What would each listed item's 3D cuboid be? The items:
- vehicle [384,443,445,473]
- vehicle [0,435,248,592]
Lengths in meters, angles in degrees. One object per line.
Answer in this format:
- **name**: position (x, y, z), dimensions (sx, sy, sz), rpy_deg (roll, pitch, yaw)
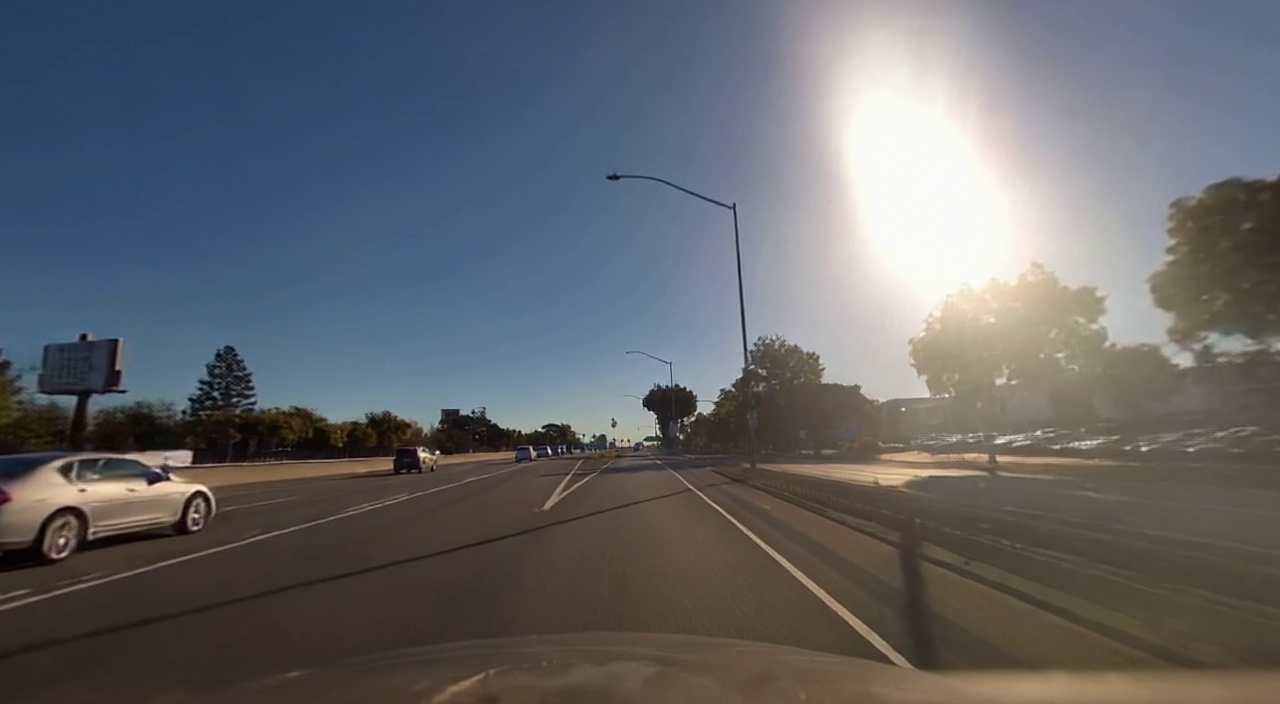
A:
- **vehicle**: position (-13.596, 6.389, 38.435), dimensions (2.126, 1.671, 5.173), rpy_deg (0, -8, -4)
- **vehicle**: position (-7.227, 1.815, 7.817), dimensions (1.940, 1.479, 4.777), rpy_deg (0, -8, -4)
